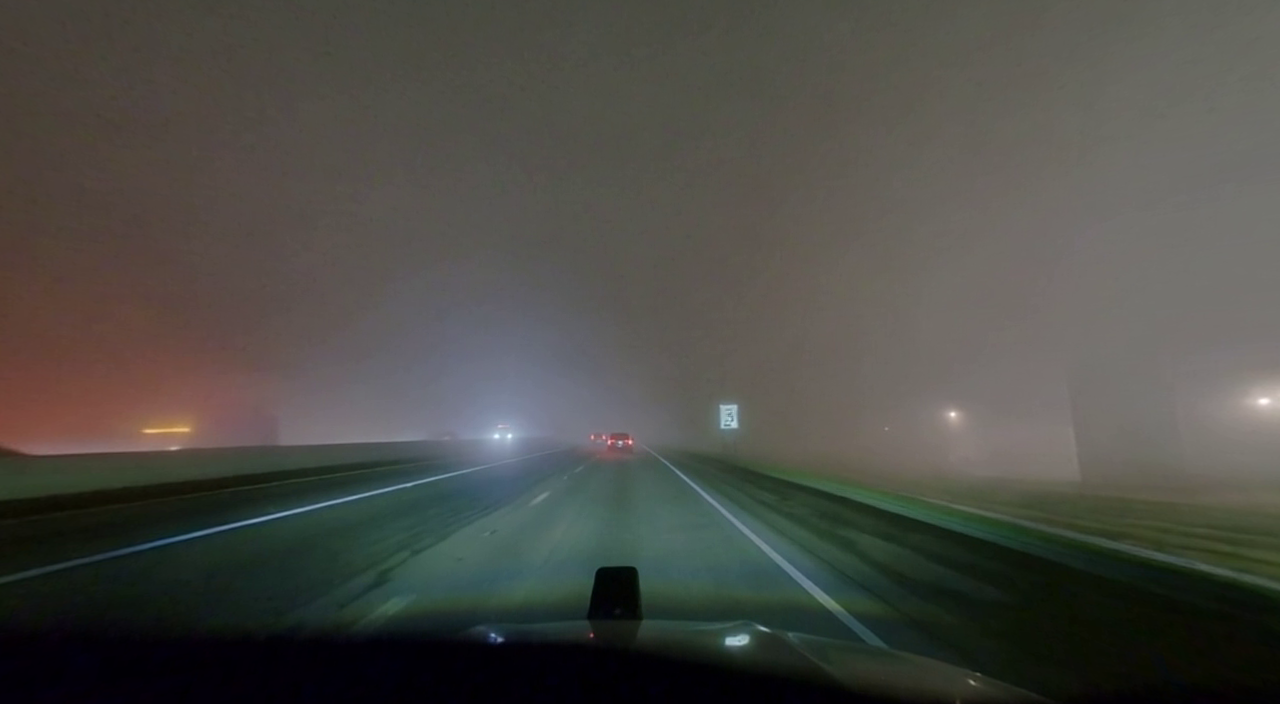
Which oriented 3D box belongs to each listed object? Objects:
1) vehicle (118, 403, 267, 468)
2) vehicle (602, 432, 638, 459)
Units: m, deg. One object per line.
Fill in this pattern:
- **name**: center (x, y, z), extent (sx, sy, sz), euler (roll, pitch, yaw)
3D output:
- **vehicle**: center (-23.708, 4.482, 33.920), extent (2.648, 3.105, 7.345), euler (0, -8, -1)
- **vehicle**: center (-1.132, 5.347, 36.055), extent (1.948, 1.470, 3.913), euler (0, -8, -2)
